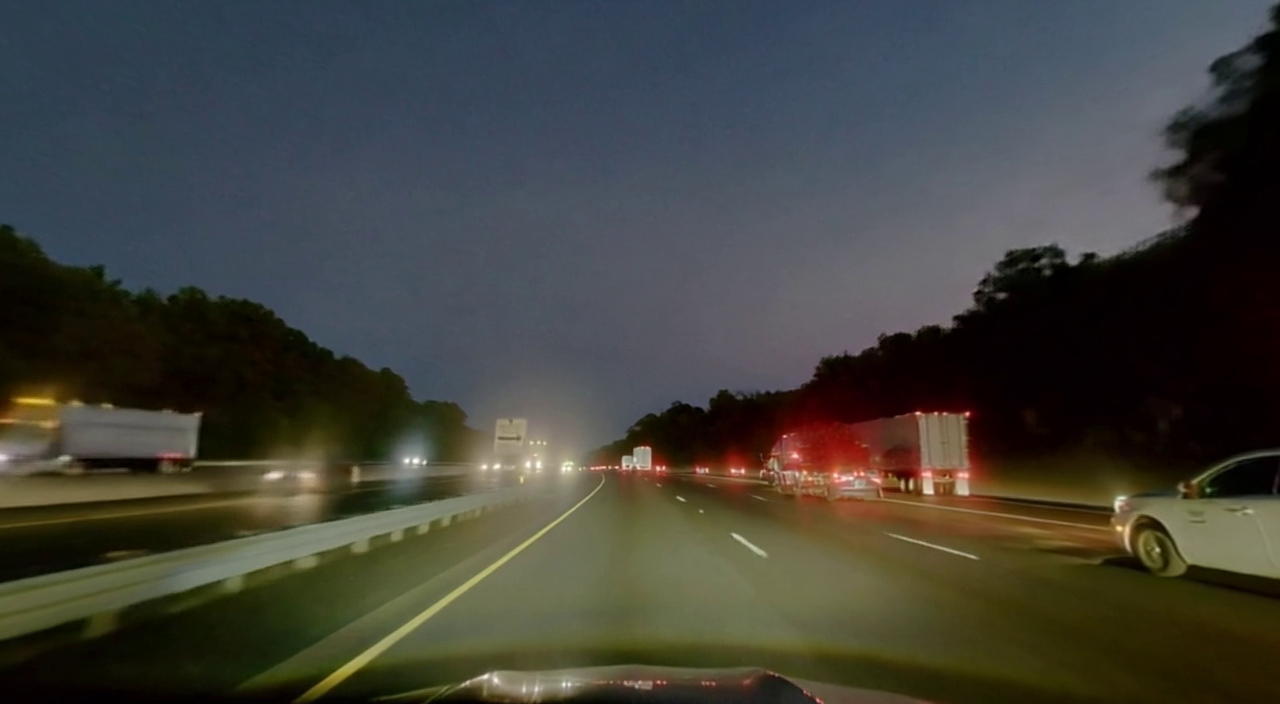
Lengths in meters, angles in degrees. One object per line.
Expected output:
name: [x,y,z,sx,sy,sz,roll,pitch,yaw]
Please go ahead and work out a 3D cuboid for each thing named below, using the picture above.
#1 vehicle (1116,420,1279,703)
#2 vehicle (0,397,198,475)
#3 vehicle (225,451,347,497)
vehicle: [4.050,0.852,1.639,1.965,1.502,4.599,1,-10,0]
vehicle: [-30.188,4.848,34.739,3.006,3.649,10.097,-1,-10,8]
vehicle: [-12.675,4.409,22.899,1.874,1.458,4.489,1,-10,-1]
